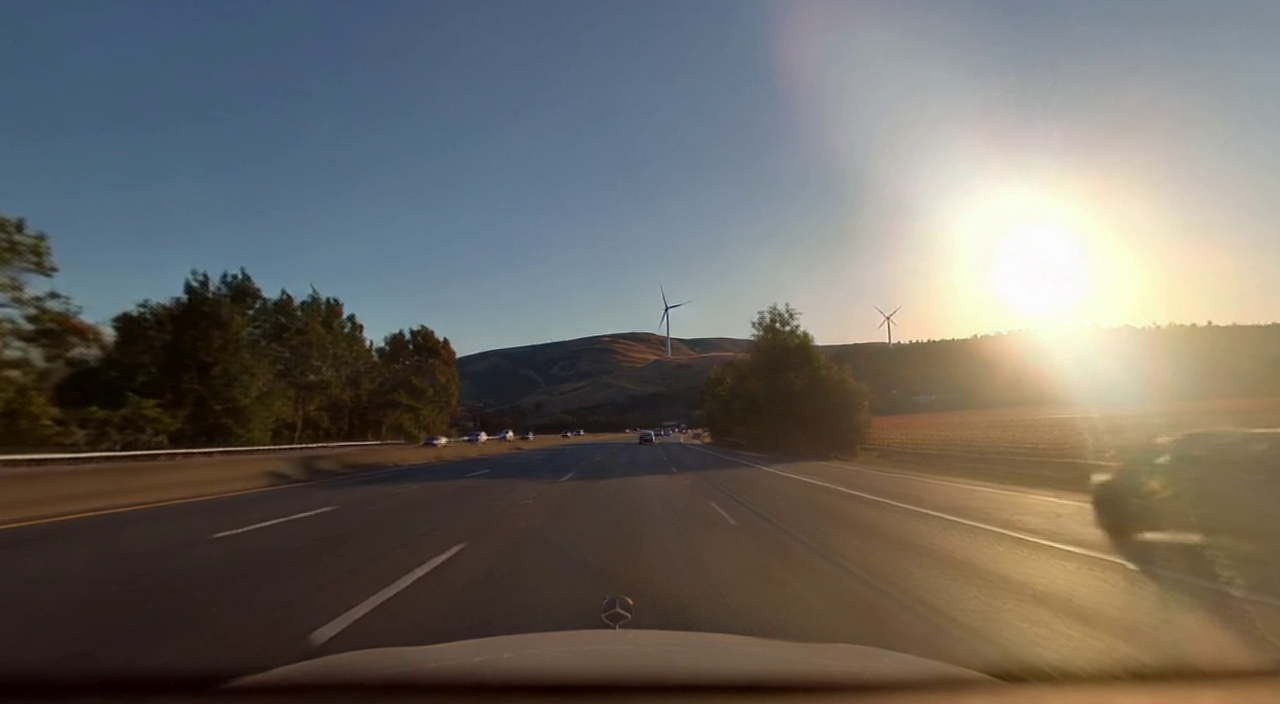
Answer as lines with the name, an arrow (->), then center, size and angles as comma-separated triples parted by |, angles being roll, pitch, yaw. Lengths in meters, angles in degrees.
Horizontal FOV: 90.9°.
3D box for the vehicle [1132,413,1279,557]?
vehicle -> 7.934, 1.497, 7.242 | 1.926, 1.559, 2.968 | 1, -8, -7
